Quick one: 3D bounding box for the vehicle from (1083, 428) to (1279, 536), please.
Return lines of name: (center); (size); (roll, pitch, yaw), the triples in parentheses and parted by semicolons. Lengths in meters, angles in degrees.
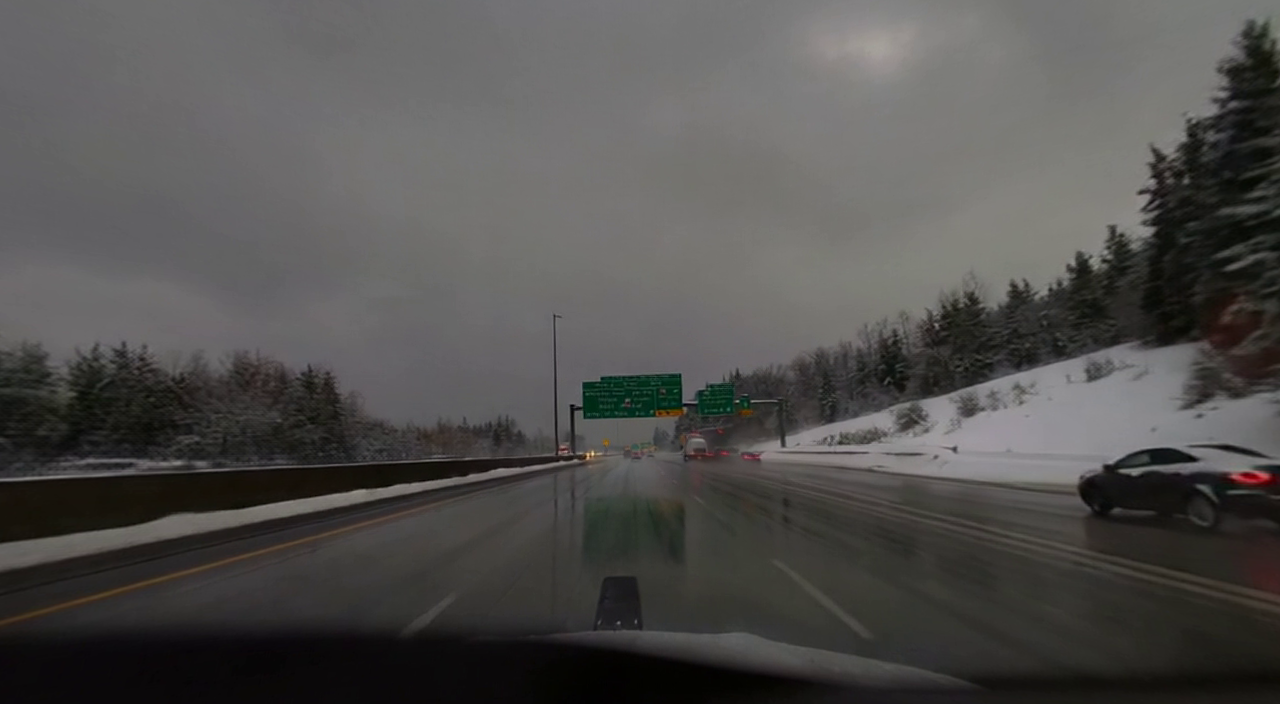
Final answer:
vehicle: (10.740, 2.249, 11.348); (1.950, 1.632, 4.845); (0, -9, 1)
